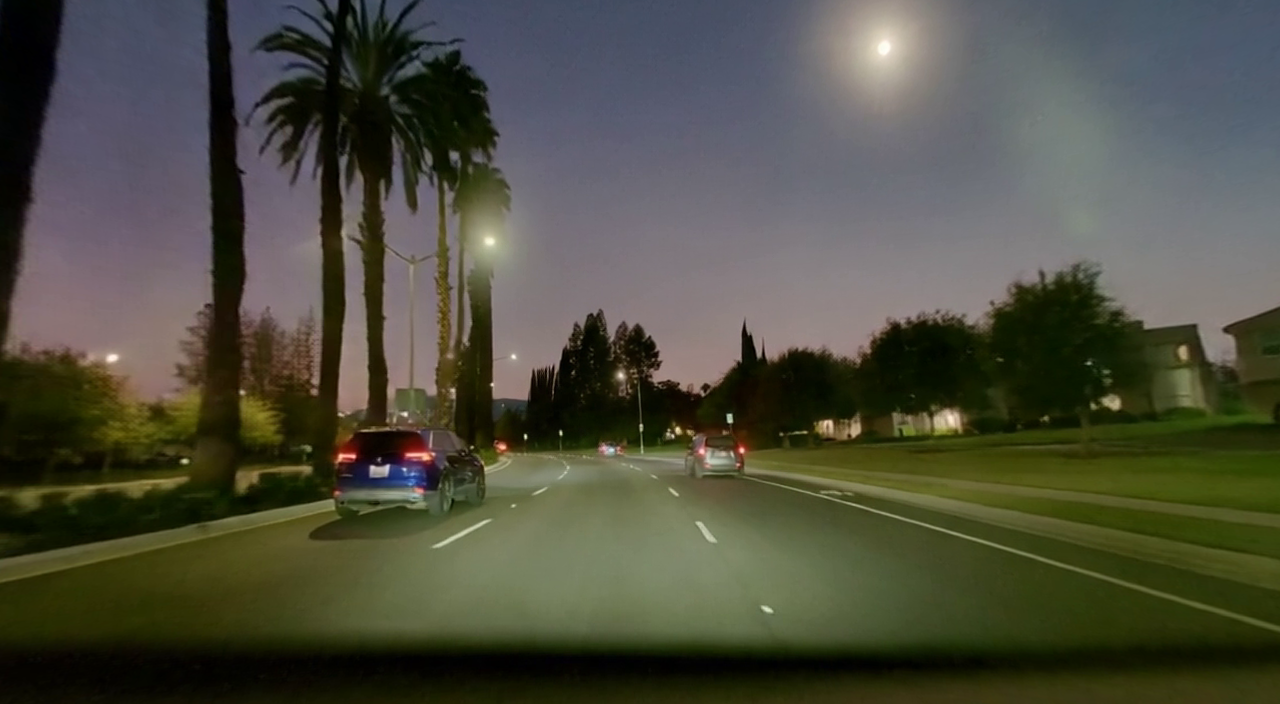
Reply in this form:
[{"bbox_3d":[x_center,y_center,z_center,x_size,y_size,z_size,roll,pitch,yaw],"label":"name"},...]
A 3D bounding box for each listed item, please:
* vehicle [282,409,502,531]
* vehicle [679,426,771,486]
[{"bbox_3d":[-4.147,2.072,11.621,2.150,1.768,4.868,0,-8,-1],"label":"vehicle"},{"bbox_3d":[2.760,3.531,21.612,2.195,1.804,4.658,1,-8,-4],"label":"vehicle"}]
